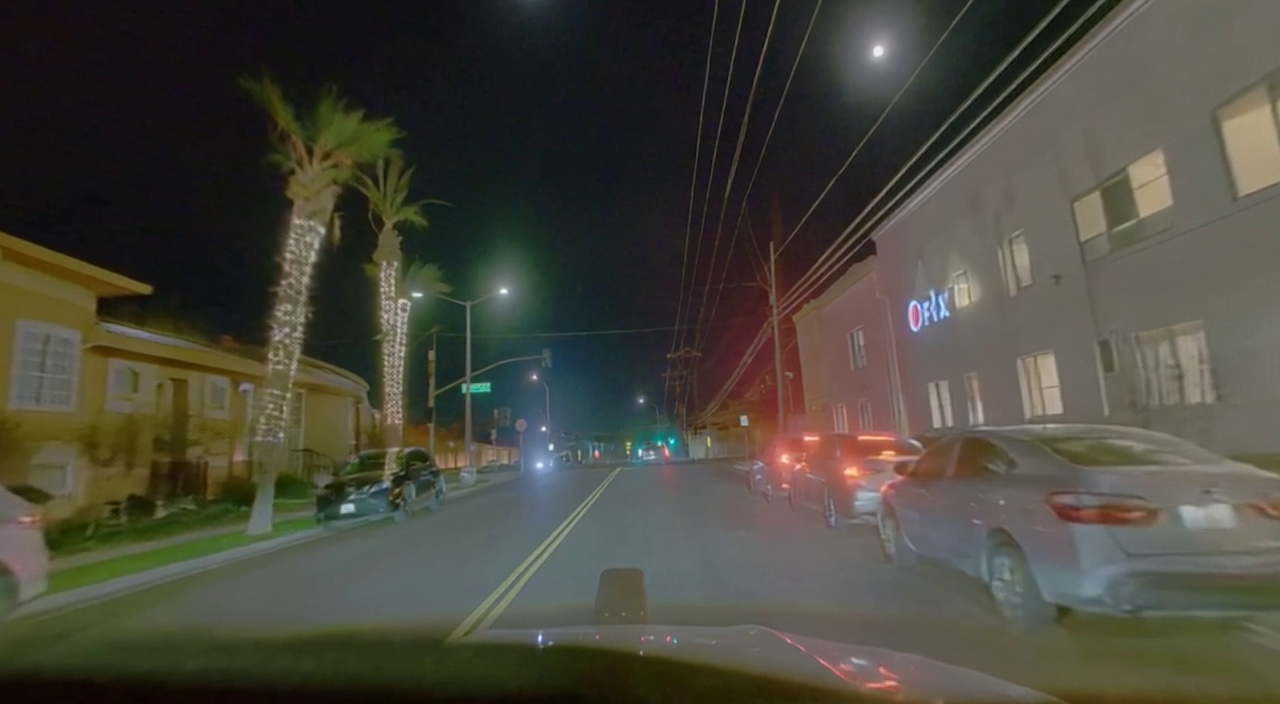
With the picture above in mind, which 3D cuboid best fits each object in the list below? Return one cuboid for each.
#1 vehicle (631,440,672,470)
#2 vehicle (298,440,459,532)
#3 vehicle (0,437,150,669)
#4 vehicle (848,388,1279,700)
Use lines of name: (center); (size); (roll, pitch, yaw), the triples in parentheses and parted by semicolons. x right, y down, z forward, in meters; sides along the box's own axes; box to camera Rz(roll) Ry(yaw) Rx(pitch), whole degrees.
vehicle: (0.571, 5.674, 34.972); (2.125, 1.524, 4.404); (-1, -9, -1)
vehicle: (-6.164, 3.185, 15.680); (2.126, 1.864, 4.831); (0, -9, -3)
vehicle: (-6.262, 1.469, 3.957); (2.007, 1.876, 5.361); (-1, -9, 0)
vehicle: (3.617, 1.360, 5.760); (1.948, 1.607, 4.873); (-1, -9, 3)
